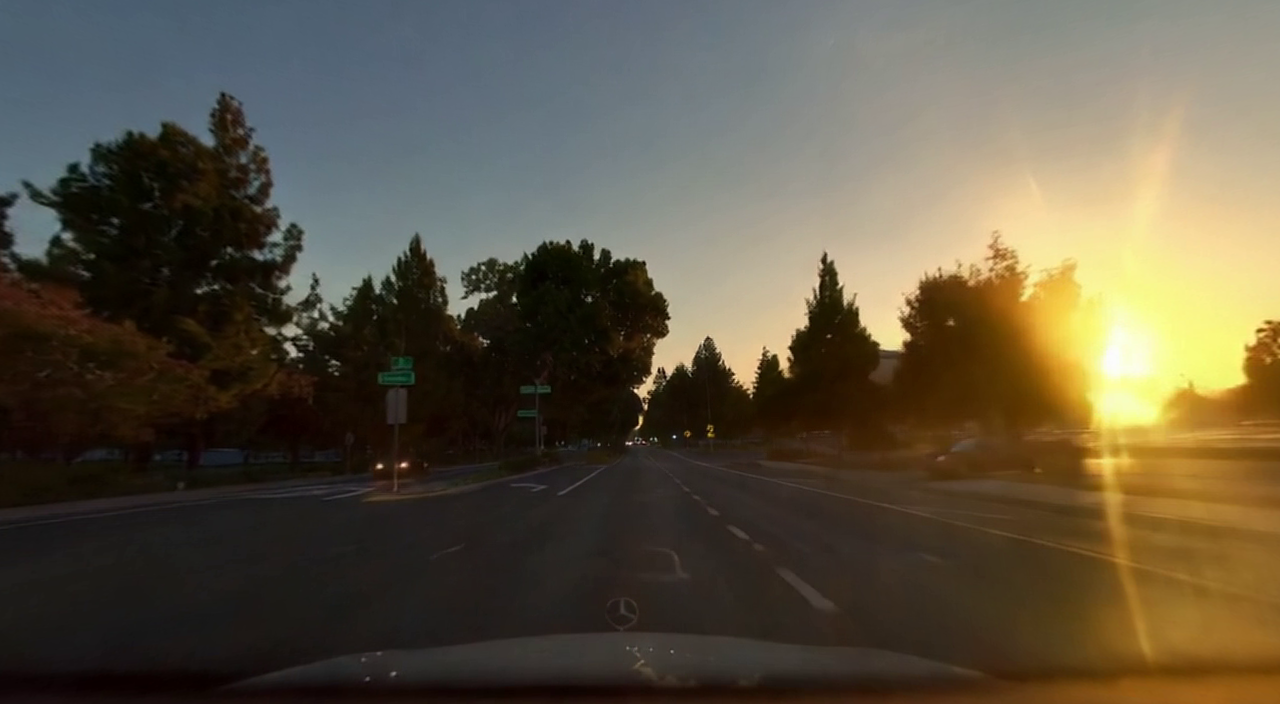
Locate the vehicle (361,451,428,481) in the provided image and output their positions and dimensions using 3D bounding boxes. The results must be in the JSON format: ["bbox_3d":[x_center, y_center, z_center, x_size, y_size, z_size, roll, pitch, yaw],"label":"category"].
[{"bbox_3d":[-13.563,6.295,35.204,1.892,1.486,4.487,-1,-8,0],"label":"vehicle"}]

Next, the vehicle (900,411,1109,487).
[{"bbox_3d":[12.346,3.294,21.738,5.581,1.926,2.324,-5,-7,0],"label":"vehicle"}]
